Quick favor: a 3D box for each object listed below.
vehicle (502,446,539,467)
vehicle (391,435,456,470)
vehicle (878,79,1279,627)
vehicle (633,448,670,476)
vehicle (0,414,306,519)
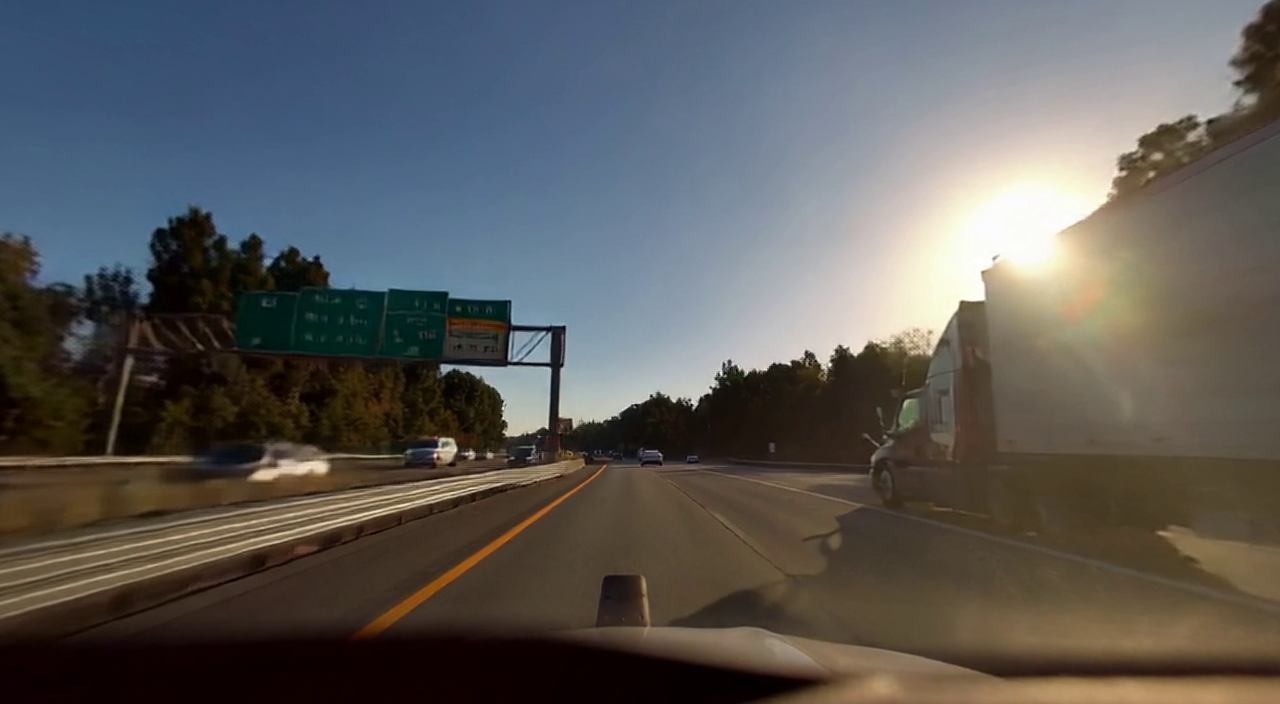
[{"bbox_3d":[-9.099,7.977,48.385,1.943,1.521,4.628,0,-9,-1],"label":"vehicle"},{"bbox_3d":[-12.646,5.920,37.166,2.026,1.875,5.341,0,-9,-1],"label":"vehicle"},{"bbox_3d":[6.210,0.180,5.760,2.890,4.006,14.039,0,-9,1],"label":"vehicle"},{"bbox_3d":[0.687,6.751,38.882,2.111,1.599,3.859,0,-9,0],"label":"vehicle"},{"bbox_3d":[-8.280,2.007,11.412,1.932,1.501,4.607,0,-9,-1],"label":"vehicle"}]
